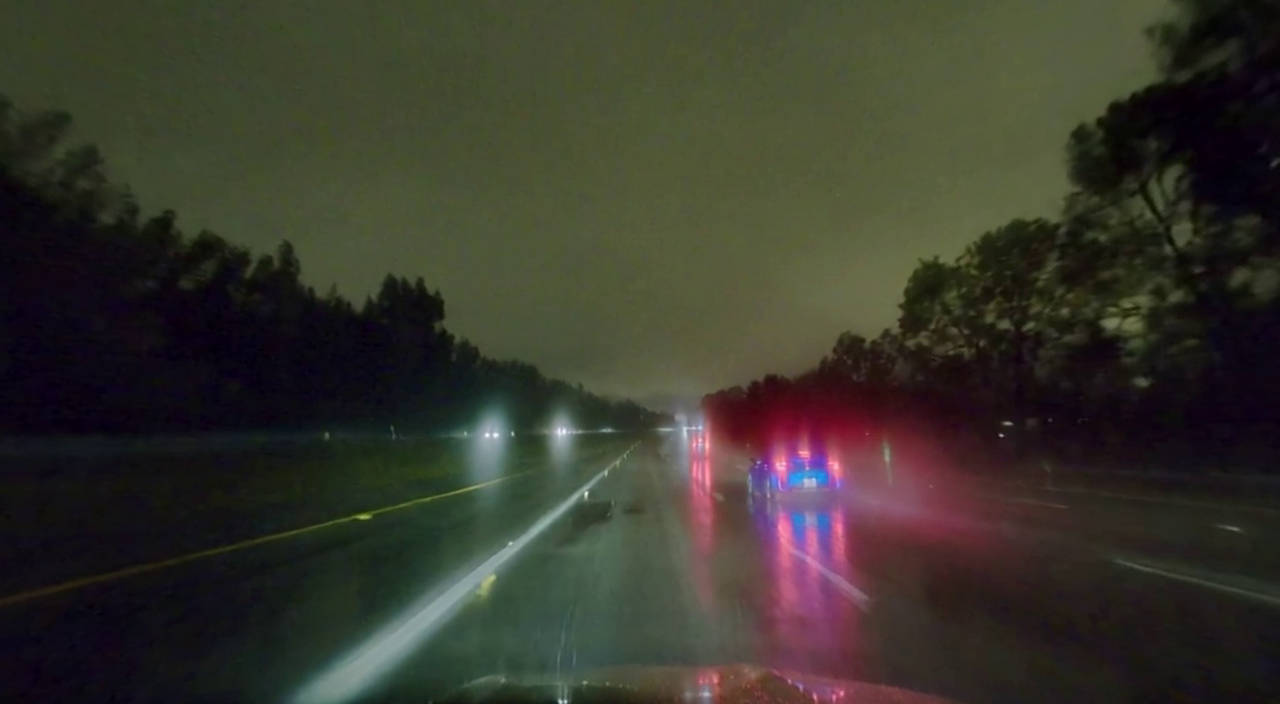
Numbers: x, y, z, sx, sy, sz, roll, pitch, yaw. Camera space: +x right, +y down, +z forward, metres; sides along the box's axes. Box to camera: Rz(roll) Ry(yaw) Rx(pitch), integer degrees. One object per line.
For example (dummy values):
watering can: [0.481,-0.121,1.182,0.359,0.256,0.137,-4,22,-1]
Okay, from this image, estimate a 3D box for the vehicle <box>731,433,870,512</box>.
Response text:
vehicle: [3.517,2.741,14.774,2.050,1.546,4.344,-1,-9,-1]
